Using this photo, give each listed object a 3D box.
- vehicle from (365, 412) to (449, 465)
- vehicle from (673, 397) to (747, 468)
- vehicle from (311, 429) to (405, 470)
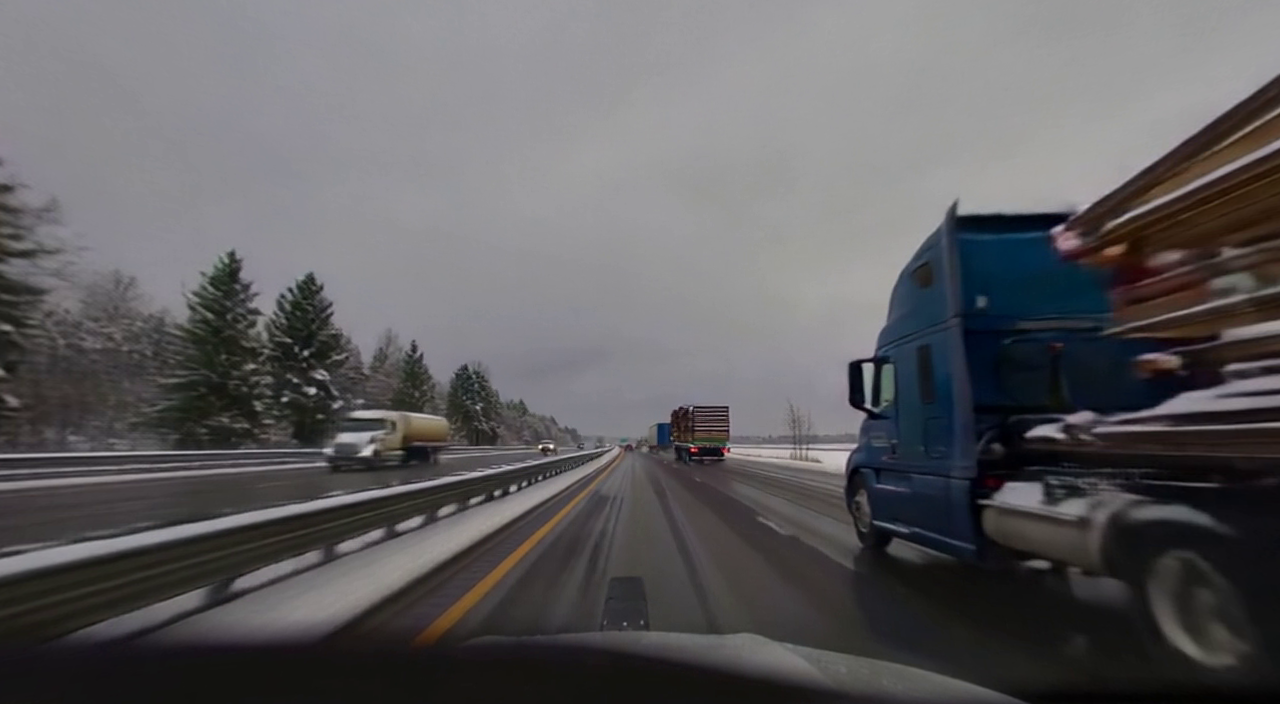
[{"bbox_3d":[-12.655,4.771,34.536,2.410,2.664,5.507,0,-9,0],"label":"vehicle"},{"bbox_3d":[4.071,5.272,40.067,3.278,3.788,13.133,0,-9,0],"label":"vehicle"},{"bbox_3d":[-12.529,4.381,28.298,1.893,1.652,4.998,0,-9,1],"label":"vehicle"}]
